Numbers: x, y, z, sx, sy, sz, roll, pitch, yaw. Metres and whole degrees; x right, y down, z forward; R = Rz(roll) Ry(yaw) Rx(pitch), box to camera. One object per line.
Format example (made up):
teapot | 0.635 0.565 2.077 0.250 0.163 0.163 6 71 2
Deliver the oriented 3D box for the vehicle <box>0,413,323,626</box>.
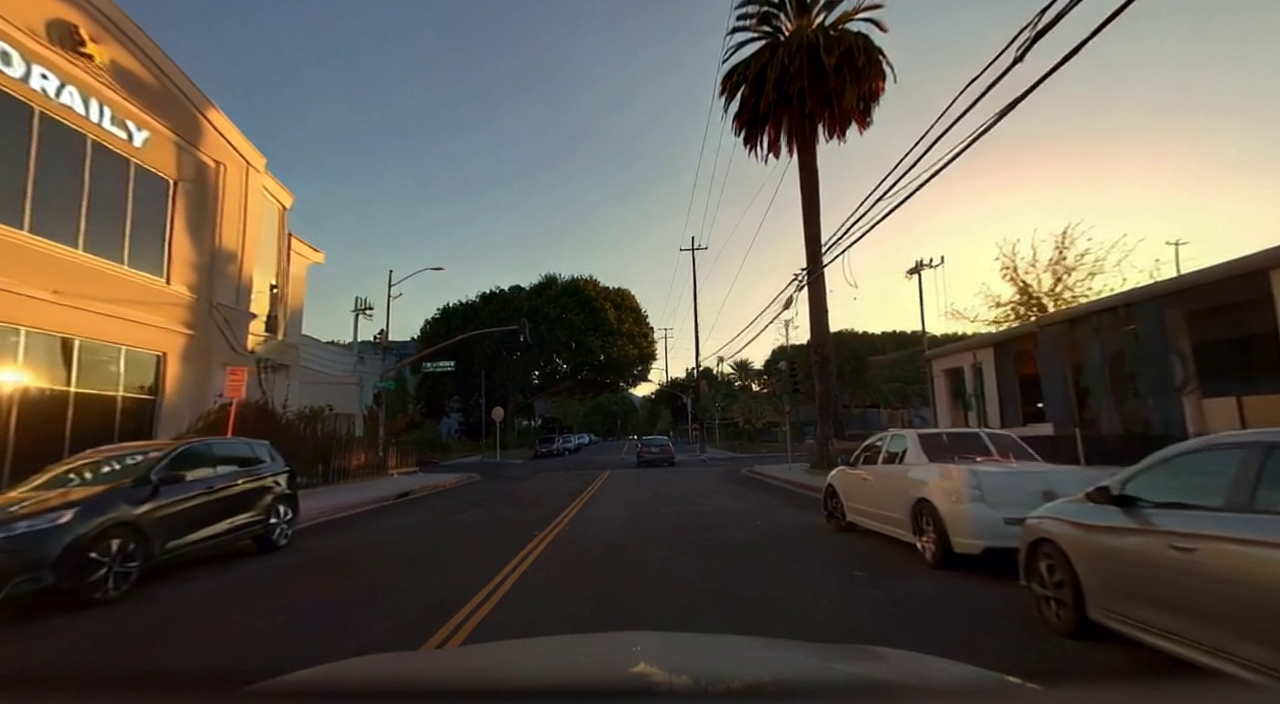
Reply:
vehicle | -6.253 1.833 8.031 2.126 1.864 4.831 0 -8 -3

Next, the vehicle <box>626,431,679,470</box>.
vehicle | 0.462 4.249 27.329 2.125 1.524 4.404 0 -8 -1

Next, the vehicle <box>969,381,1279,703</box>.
vehicle | 3.695 1.009 3.217 1.915 1.591 4.087 0 -8 2
